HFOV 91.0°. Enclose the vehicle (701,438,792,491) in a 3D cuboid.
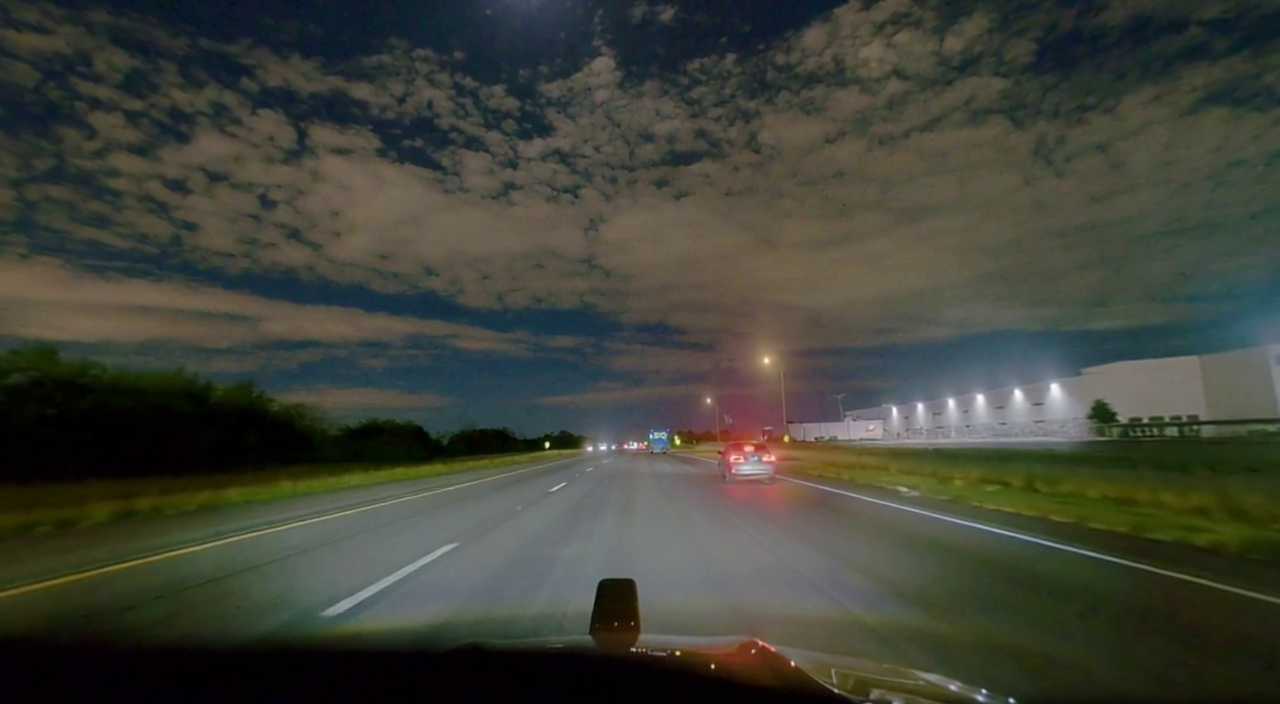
[{"bbox_3d":[3.165,3.430,19.620,2.048,1.482,3.956,0,-8,-1],"label":"vehicle"}]
